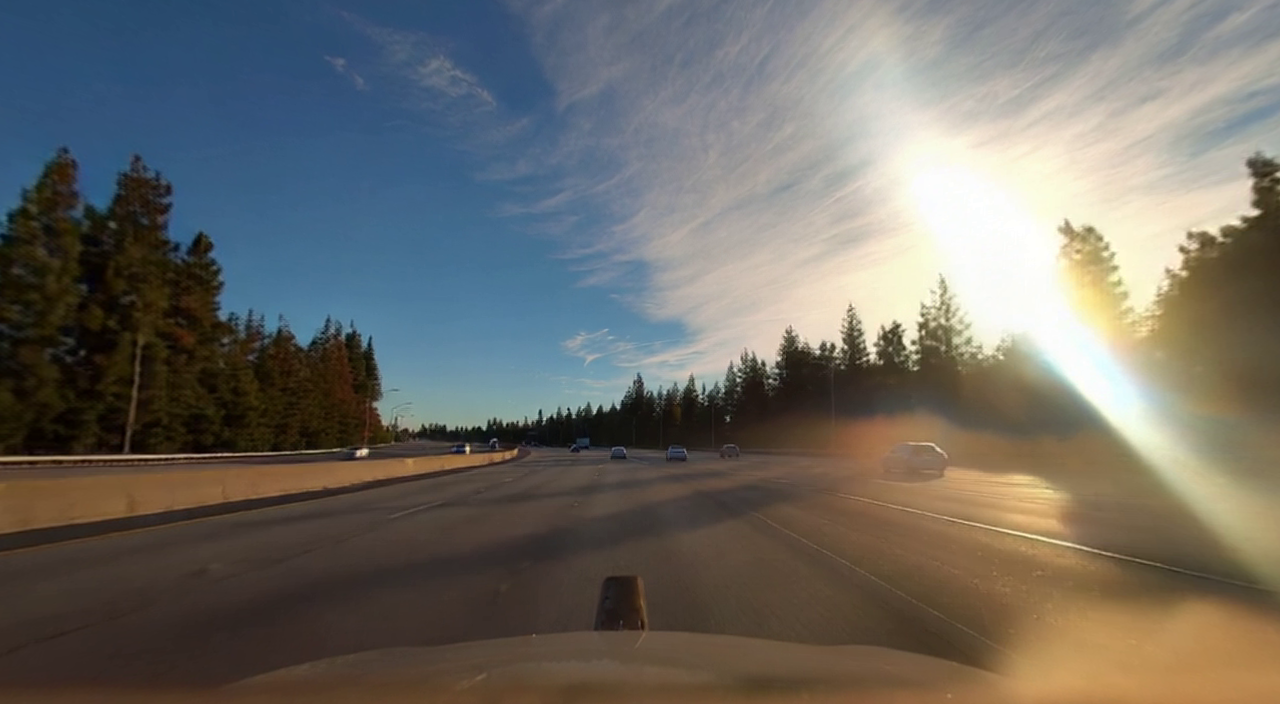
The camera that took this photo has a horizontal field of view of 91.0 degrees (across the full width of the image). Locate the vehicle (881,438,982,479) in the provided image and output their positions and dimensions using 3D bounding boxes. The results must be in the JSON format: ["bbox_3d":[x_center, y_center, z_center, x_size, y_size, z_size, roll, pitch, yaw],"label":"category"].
[{"bbox_3d":[13.744,5.059,30.181,2.107,1.803,5.385,0,-9,-2],"label":"vehicle"}]
